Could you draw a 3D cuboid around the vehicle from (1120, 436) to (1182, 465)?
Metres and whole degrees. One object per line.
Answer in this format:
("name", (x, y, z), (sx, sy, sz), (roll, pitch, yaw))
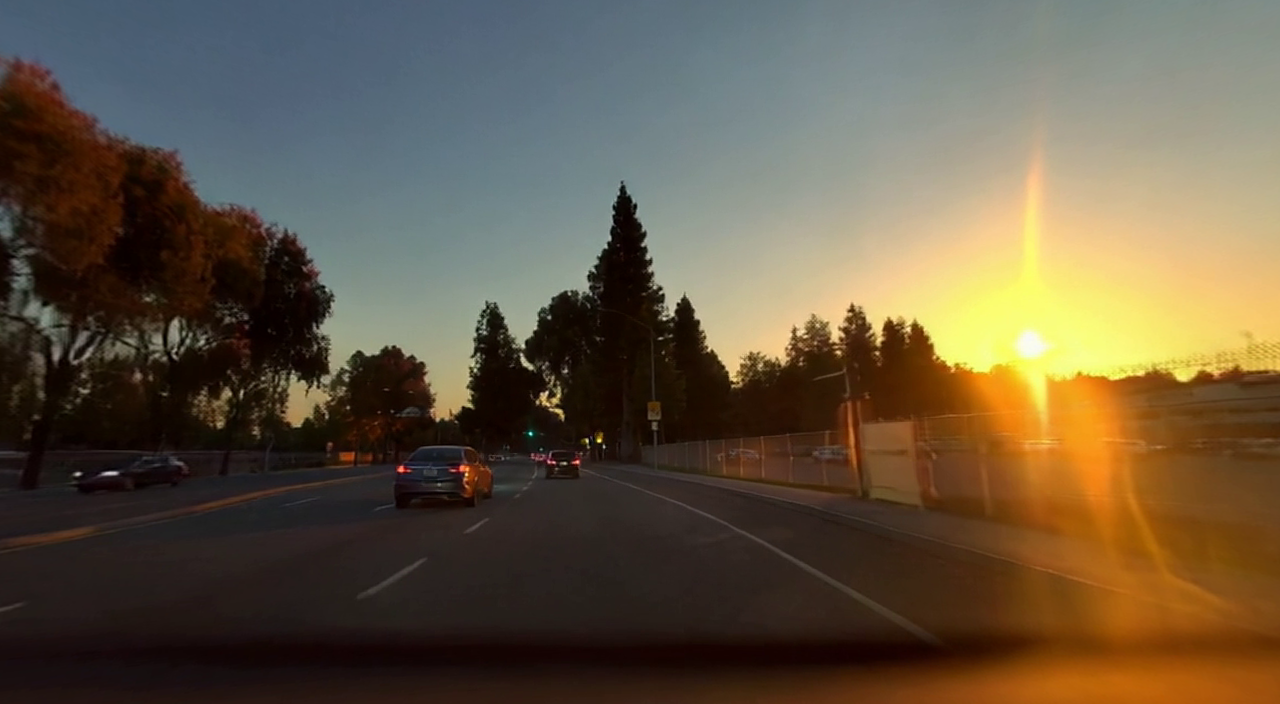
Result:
("vehicle", (27.462, 5.310, 34.083), (1.863, 1.456, 4.250), (-5, -10, 29))

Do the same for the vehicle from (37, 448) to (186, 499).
("vehicle", (-21.226, 4.845, 25.723), (2.214, 1.844, 4.822), (1, -9, -6))

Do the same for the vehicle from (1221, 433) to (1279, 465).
("vehicle", (30.756, 4.822, 31.499), (2.027, 1.455, 3.838), (-6, -10, 34))

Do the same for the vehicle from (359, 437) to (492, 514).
("vehicle", (-5.280, 3.083, 16.309), (2.105, 1.676, 4.541), (0, -9, -4))

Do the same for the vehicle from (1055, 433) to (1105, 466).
("vehicle", (25.140, 5.574, 36.233), (1.942, 1.726, 5.194), (-8, -11, 32))

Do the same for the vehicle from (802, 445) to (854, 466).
("vehicle", (13.381, 7.295, 44.837), (2.048, 1.392, 4.562), (-7, -11, 36))

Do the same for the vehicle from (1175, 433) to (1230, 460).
("vehicle", (38.534, 6.515, 43.406), (2.050, 1.746, 4.527), (-5, -11, 33))

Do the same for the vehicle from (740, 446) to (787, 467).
("vehicle", (9.325, 7.836, 47.592), (2.131, 1.437, 4.325), (-5, -10, 29))

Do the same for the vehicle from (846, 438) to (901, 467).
("vehicle", (16.113, 6.892, 43.448), (2.062, 1.703, 4.661), (-11, -12, 36))

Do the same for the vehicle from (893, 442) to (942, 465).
("vehicle", (18.303, 6.680, 41.587), (1.934, 1.423, 4.008), (-7, -11, 37))

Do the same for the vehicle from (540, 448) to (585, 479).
("vehicle", (-3.980, 5.675, 32.469), (2.147, 1.474, 4.083), (1, -9, -7))

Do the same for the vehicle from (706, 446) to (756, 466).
("vehicle", (7.234, 8.197, 49.954), (2.041, 1.459, 4.830), (-6, -10, 33))
